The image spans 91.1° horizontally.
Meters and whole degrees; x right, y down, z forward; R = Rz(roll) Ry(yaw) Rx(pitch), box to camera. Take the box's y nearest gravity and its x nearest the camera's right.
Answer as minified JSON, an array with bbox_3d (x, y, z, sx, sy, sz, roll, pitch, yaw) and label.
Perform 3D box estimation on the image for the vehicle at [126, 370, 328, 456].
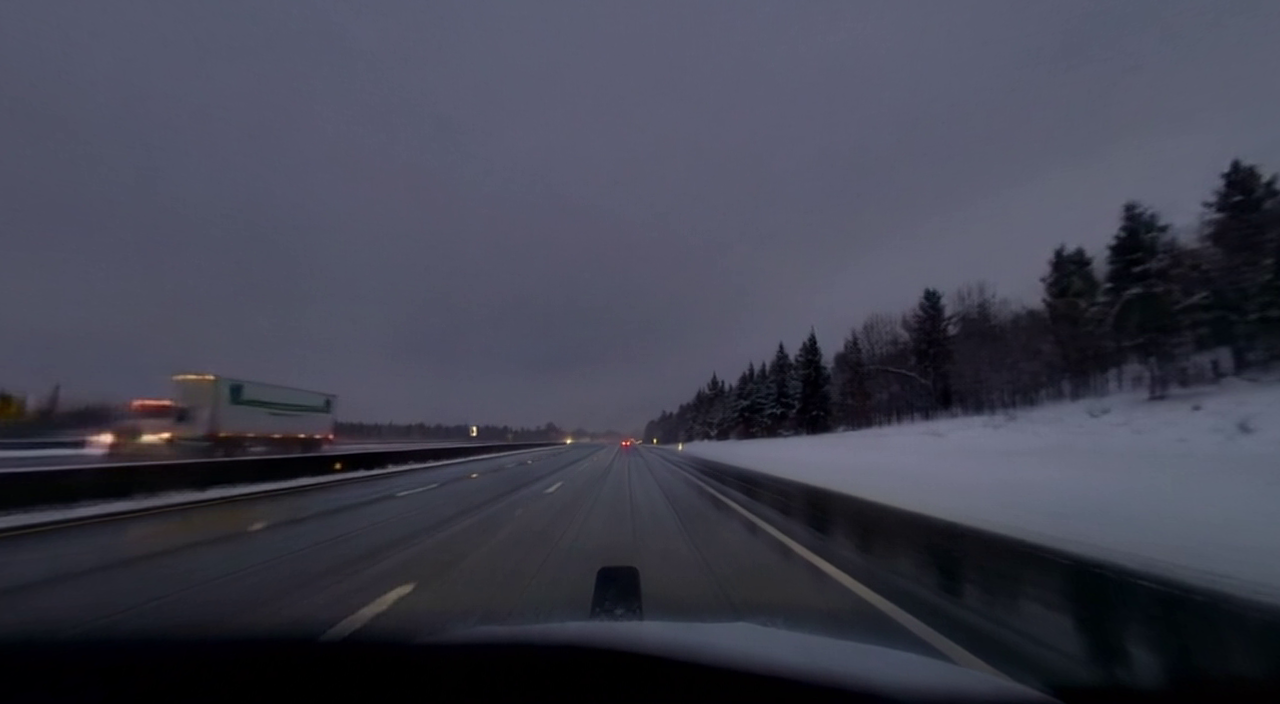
[{"bbox_3d":[-23.388,3.914,37.259,2.962,4.104,13.904,0,-8,-2],"label":"vehicle"}]
